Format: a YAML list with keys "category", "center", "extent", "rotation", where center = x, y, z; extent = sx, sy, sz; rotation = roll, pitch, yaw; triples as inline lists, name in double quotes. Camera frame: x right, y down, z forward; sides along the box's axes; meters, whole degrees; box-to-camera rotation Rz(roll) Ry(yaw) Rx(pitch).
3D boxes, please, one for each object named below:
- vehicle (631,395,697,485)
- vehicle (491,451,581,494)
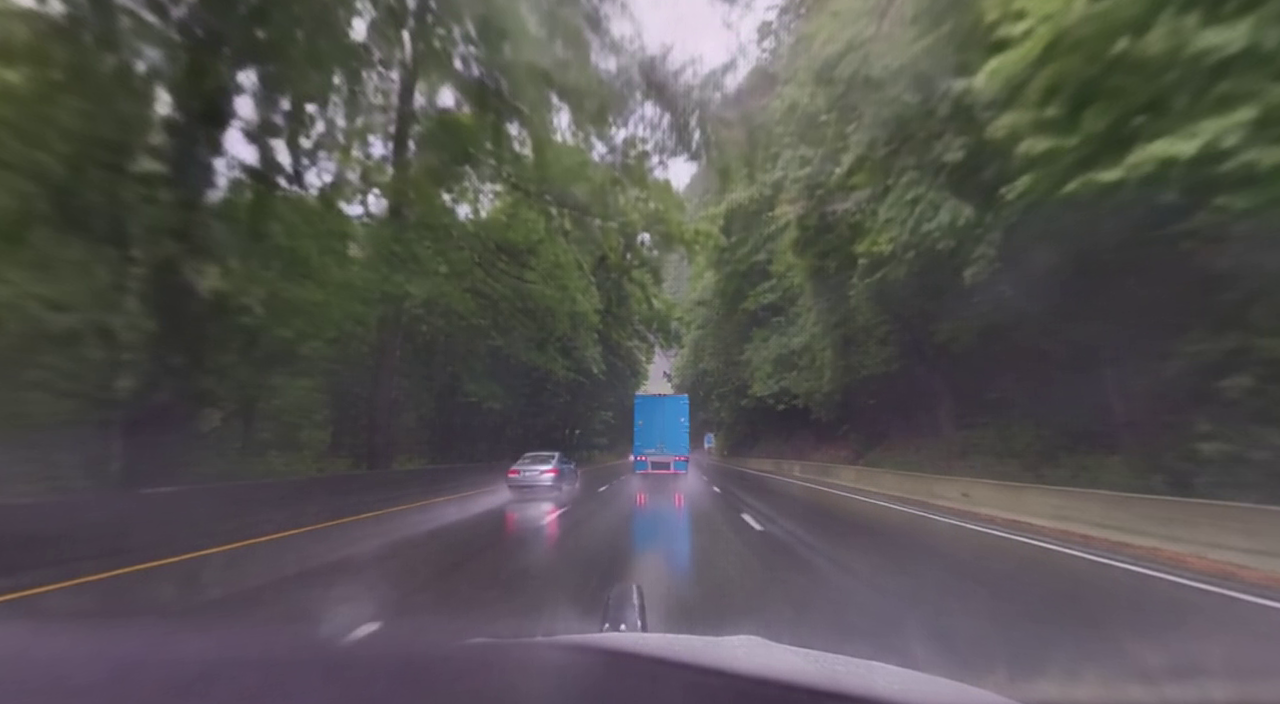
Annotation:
- category: "vehicle"
  center: [1.324, 4.524, 31.835]
  extent: [2.821, 3.878, 8.925]
  rotation: [-1, -9, 4]
- category: "vehicle"
  center: [-3.582, 4.277, 22.805]
  extent: [2.133, 1.358, 4.870]
  rotation: [-1, -9, 4]
